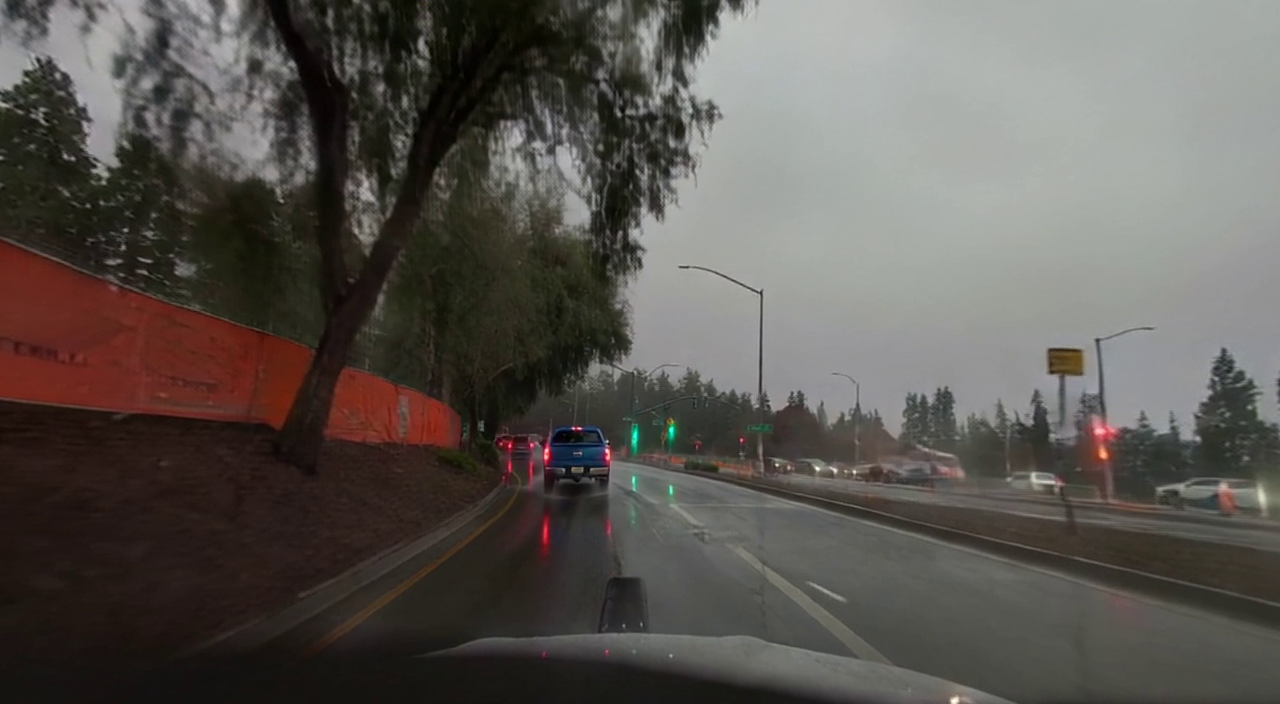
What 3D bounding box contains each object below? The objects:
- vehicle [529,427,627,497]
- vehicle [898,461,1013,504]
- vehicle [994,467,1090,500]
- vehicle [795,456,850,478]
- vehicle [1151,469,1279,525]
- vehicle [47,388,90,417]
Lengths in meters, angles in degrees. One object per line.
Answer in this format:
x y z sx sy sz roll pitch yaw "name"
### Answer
-1.834 3.137 18.467 2.436 1.698 5.322 1 -8 -6 "vehicle"
13.063 5.407 26.481 1.838 1.494 4.553 1 -9 -11 "vehicle"
21.748 7.128 34.375 1.805 1.494 4.362 1 -9 -11 "vehicle"
14.161 8.924 49.245 1.884 1.622 4.485 3 -10 -17 "vehicle"
23.260 5.548 24.589 1.938 1.781 5.078 1 -9 -8 "vehicle"
-40.128 3.602 44.393 1.907 1.637 5.187 10 -13 -39 "vehicle"
